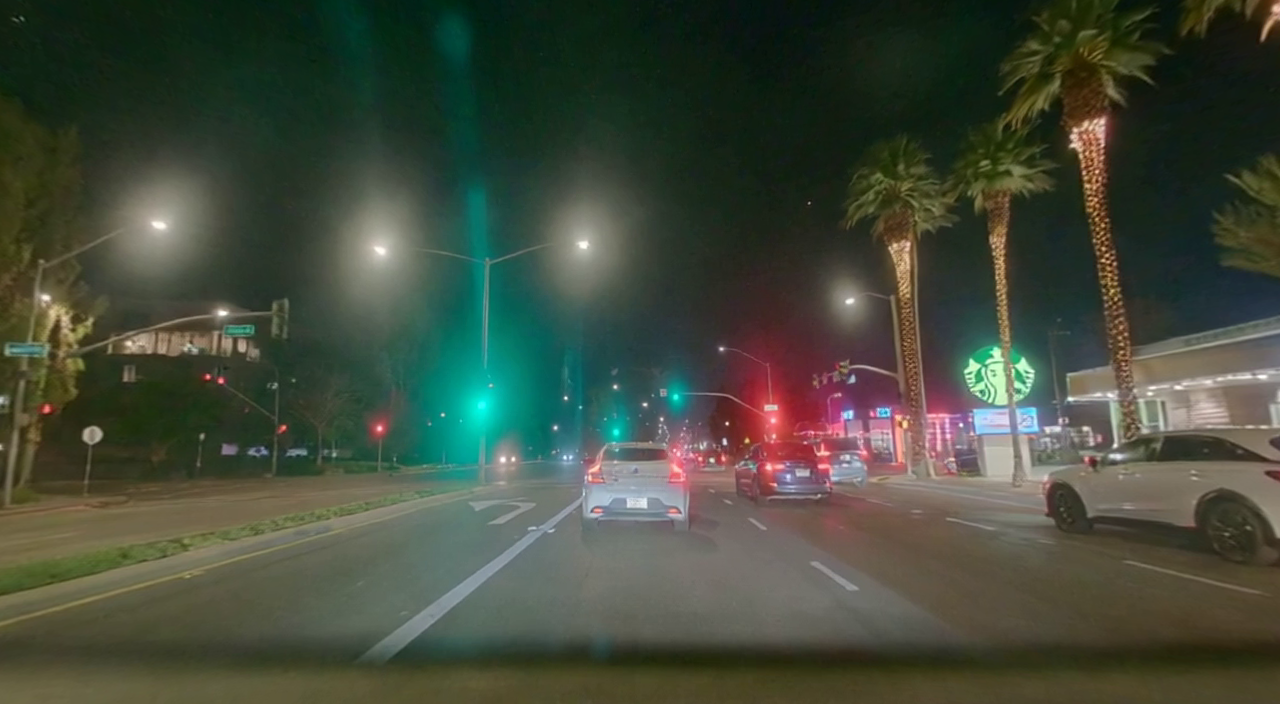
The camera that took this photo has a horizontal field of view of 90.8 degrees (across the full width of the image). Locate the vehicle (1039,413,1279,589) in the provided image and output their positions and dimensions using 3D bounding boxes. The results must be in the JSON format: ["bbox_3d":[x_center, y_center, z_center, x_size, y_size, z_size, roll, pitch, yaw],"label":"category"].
[{"bbox_3d":[7.093,1.644,7.502,1.940,1.674,4.085,0,-8,-1],"label":"vehicle"}]

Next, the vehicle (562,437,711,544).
[{"bbox_3d":[-0.080,2.260,10.956,2.110,1.487,3.873,0,-8,-1],"label":"vehicle"}]

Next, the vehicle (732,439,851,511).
[{"bbox_3d":[3.605,2.989,15.870,1.892,1.532,4.177,0,-8,-1],"label":"vehicle"}]
